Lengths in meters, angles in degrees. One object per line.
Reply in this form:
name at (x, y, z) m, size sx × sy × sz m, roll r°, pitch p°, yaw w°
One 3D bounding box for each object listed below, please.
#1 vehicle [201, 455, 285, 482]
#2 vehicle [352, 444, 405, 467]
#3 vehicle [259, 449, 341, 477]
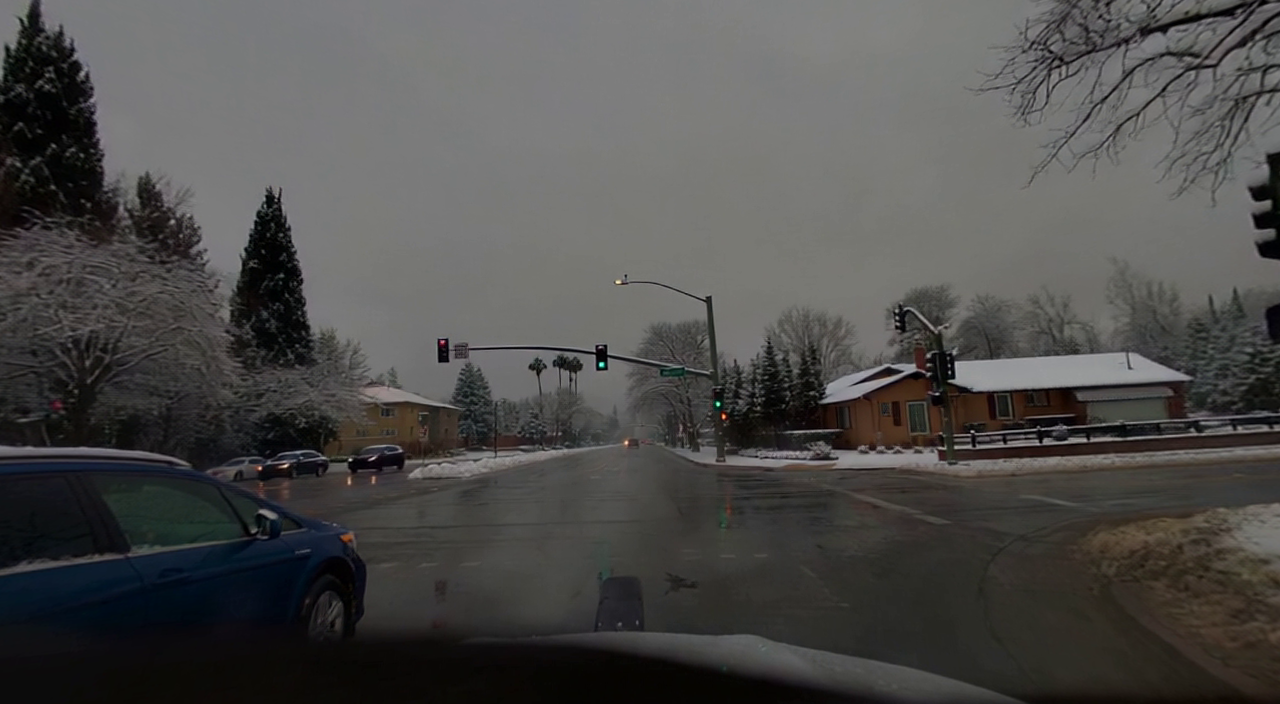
vehicle at (-24.116, 7.069, 38.591) m, size 2.019 × 1.427 × 4.630 m, roll 0°, pitch -9°, yaw 2°
vehicle at (-19.870, 7.910, 48.266) m, size 1.929 × 1.644 × 4.763 m, roll 0°, pitch -9°, yaw 0°
vehicle at (-20.038, 6.524, 37.517) m, size 2.084 × 1.528 × 4.778 m, roll 0°, pitch -9°, yaw 1°
